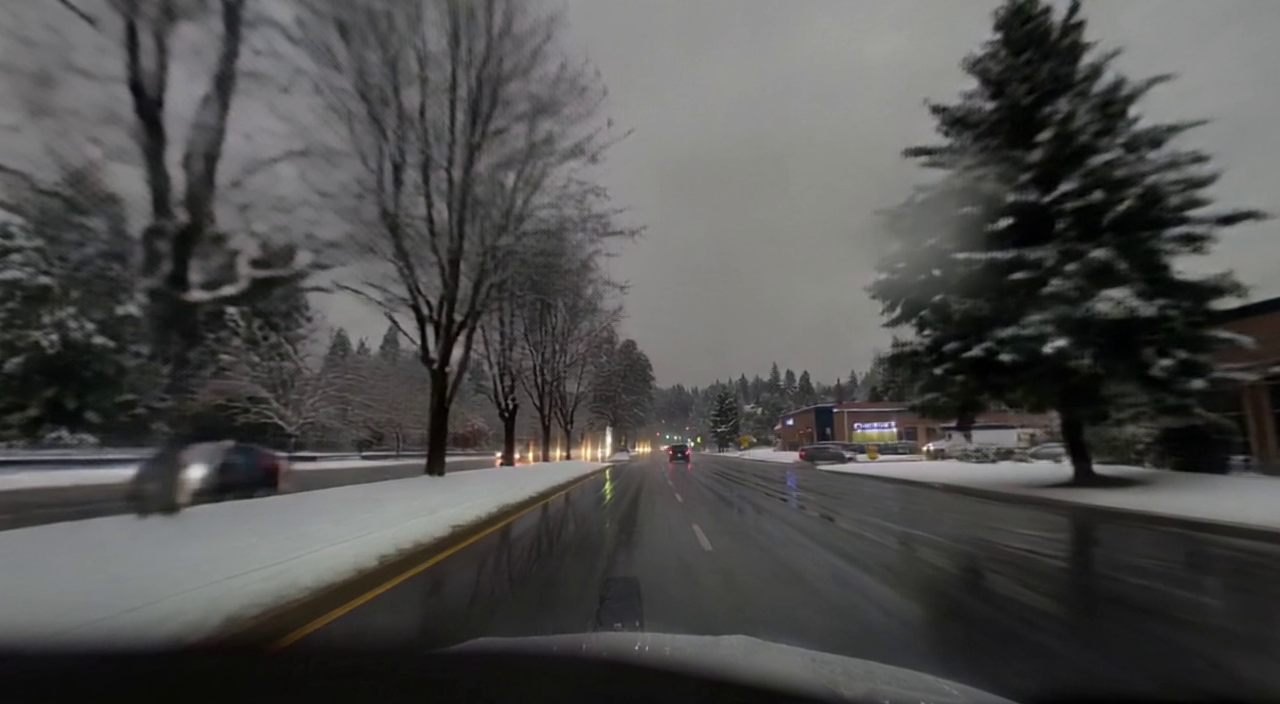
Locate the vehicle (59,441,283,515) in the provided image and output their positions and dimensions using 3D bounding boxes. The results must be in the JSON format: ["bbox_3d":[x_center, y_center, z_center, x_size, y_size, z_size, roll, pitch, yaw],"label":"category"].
[{"bbox_3d":[-10.590,2.835,14.812,1.930,1.449,4.361,0,-8,-1],"label":"vehicle"}]

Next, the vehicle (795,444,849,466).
[{"bbox_3d":[14.213,7.971,49.176,4.319,1.624,1.988,7,-11,-41],"label":"vehicle"}]
